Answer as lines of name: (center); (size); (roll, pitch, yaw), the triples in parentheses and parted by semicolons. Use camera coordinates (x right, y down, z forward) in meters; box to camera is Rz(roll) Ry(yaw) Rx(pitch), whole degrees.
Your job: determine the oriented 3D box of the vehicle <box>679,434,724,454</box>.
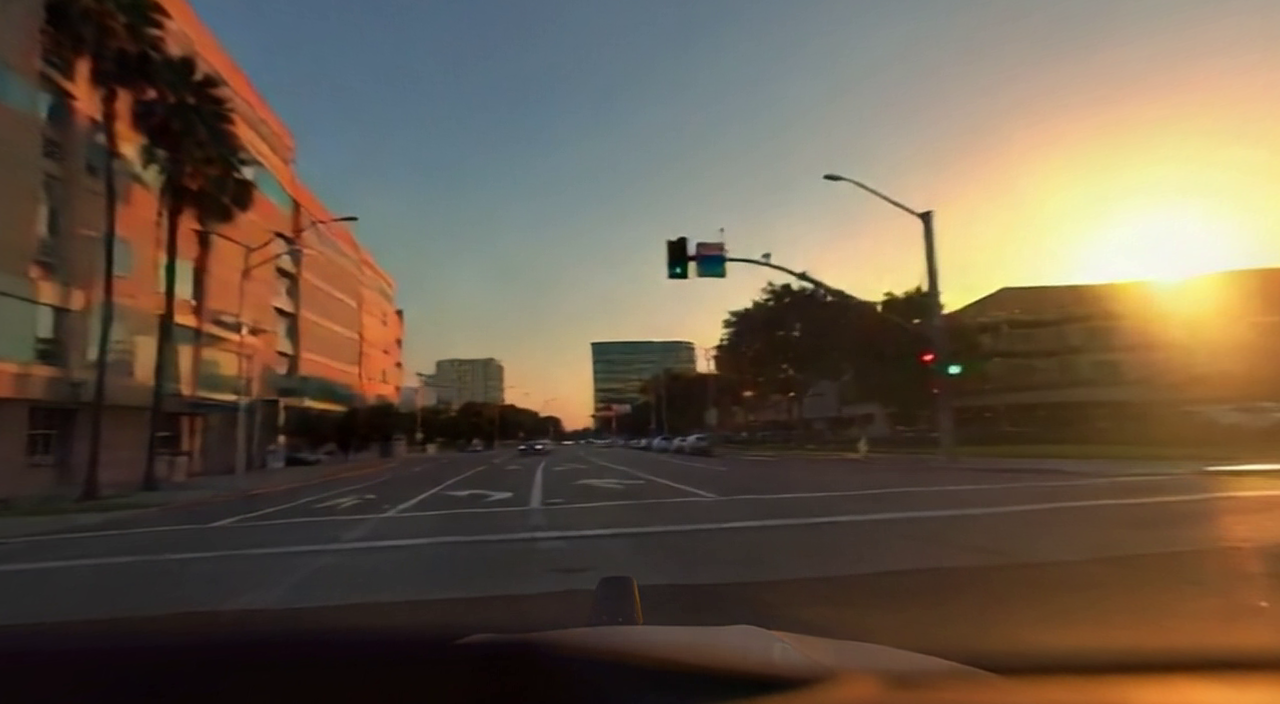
vehicle: (4.671, 7.123, 48.717); (1.870, 1.456, 4.605); (3, -9, -16)
